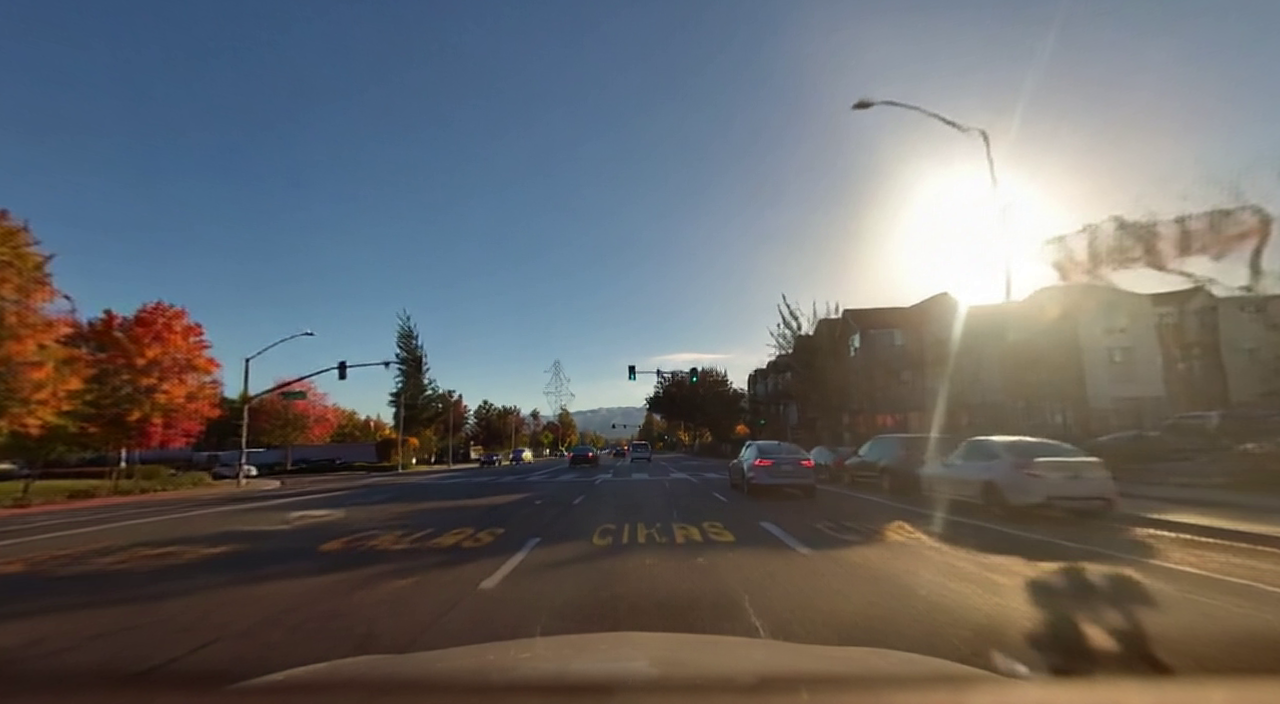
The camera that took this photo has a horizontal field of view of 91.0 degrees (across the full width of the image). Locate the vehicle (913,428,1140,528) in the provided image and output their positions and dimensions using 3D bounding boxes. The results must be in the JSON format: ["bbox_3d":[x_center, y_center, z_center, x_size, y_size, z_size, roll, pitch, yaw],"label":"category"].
[{"bbox_3d":[7.211,2.382,12.405,1.876,1.598,4.171,0,-9,1],"label":"vehicle"}]

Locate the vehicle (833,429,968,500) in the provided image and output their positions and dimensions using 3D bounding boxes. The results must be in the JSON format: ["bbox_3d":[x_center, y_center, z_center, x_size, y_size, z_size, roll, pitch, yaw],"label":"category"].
[{"bbox_3d":[7.171,3.138,17.897,1.934,1.723,4.414,0,-9,0],"label":"vehicle"}]

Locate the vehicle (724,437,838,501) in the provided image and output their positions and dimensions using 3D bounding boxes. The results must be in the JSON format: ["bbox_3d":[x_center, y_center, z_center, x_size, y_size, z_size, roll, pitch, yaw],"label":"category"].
[{"bbox_3d":[3.735,3.191,17.562,2.178,1.546,4.311,0,-9,0],"label":"vehicle"}]

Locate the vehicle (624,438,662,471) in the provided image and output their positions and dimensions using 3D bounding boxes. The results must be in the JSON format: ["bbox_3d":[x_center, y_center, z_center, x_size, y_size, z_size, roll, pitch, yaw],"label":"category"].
[{"bbox_3d":[0.160,6.363,39.234,2.239,1.856,4.815,0,-9,-1],"label":"vehicle"}]
